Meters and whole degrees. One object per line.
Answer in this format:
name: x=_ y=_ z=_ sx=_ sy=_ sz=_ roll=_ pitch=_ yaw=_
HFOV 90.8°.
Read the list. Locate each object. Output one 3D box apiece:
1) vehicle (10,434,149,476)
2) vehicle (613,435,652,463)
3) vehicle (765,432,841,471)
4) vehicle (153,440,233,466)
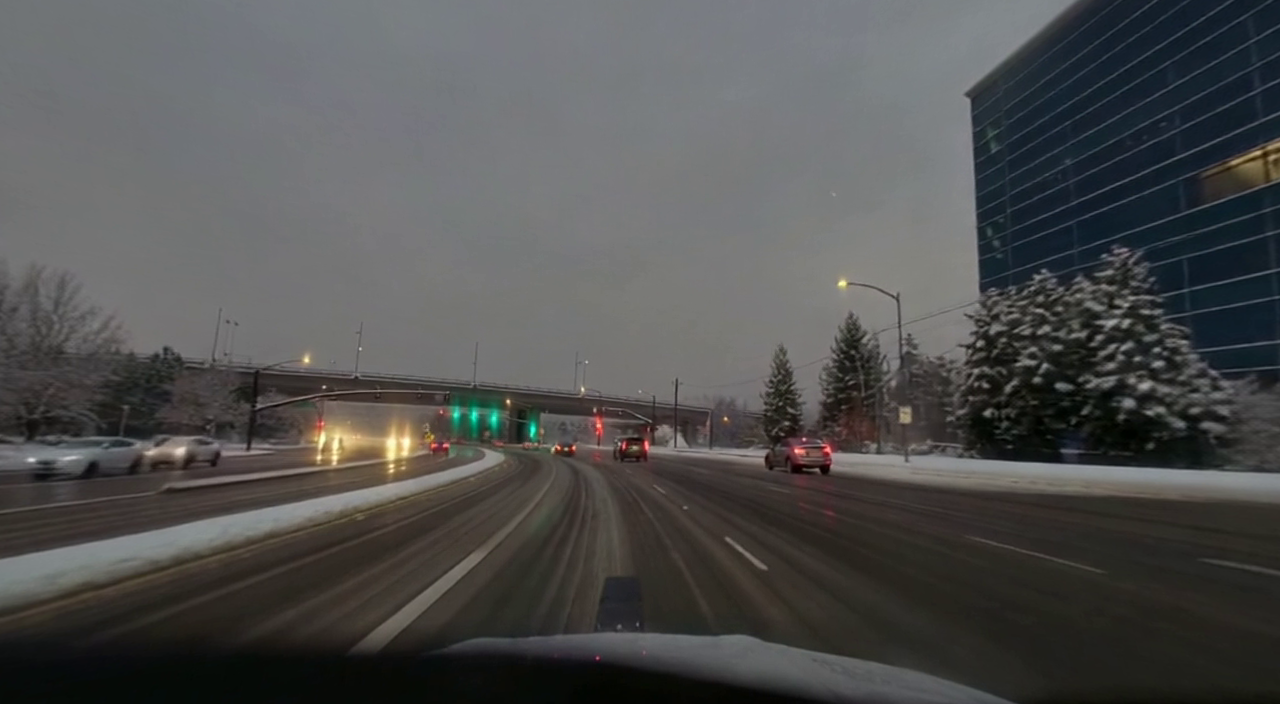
vehicle: x=-22.142 y=4.070 z=25.236 sx=1.910 sy=1.510 sz=4.324 roll=1 pitch=-8 yaw=-6
vehicle: x=-0.547 y=6.406 z=41.794 sx=2.024 sy=1.724 sz=3.928 roll=1 pitch=-9 yaw=-10
vehicle: x=7.886 y=4.886 z=31.174 sx=2.130 sy=1.741 sz=4.665 roll=1 pitch=-8 yaw=-5
vehicle: x=-26.918 y=6.058 z=38.227 sx=1.882 sy=1.453 sz=4.577 roll=1 pitch=-8 yaw=-6
